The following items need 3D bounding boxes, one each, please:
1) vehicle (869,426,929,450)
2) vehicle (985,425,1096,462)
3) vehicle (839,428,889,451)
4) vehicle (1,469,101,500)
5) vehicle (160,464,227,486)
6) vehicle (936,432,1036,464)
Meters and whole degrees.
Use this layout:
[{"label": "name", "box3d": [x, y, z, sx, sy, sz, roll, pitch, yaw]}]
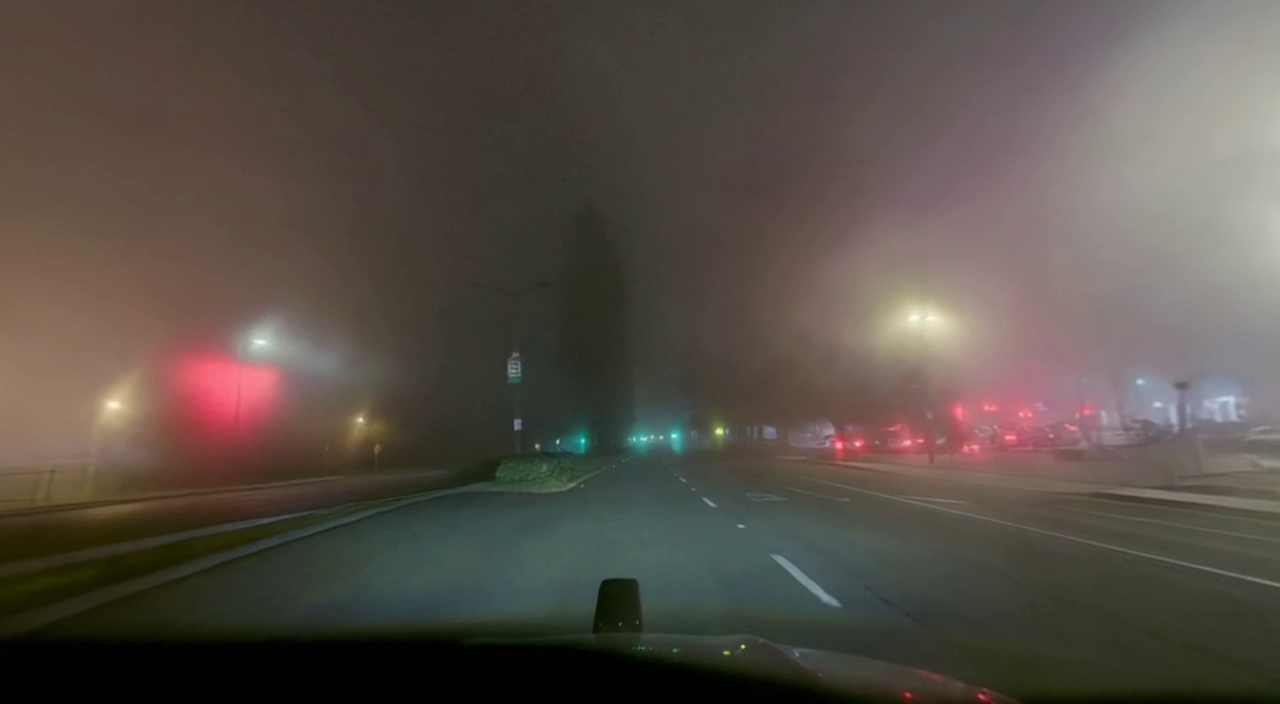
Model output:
[{"label": "vehicle", "box3d": [18.130, 6.091, 44.472, 1.890, 1.612, 4.797, 1, -8, -5]}, {"label": "vehicle", "box3d": [19.698, 4.557, 31.380, 1.995, 1.673, 4.725, -1, -8, -6]}, {"label": "vehicle", "box3d": [17.612, 6.948, 49.905, 1.912, 1.646, 4.870, -1, -9, -2]}, {"label": "vehicle", "box3d": [-29.627, 6.644, 31.847, 3.380, 1.342, 1.686, -2, -8, 1]}, {"label": "vehicle", "box3d": [-30.258, 8.314, 42.842, 3.332, 1.364, 1.702, -1, -8, 7]}, {"label": "vehicle", "box3d": [17.199, 4.793, 31.691, 1.974, 1.446, 4.614, 1, -8, -7]}]
